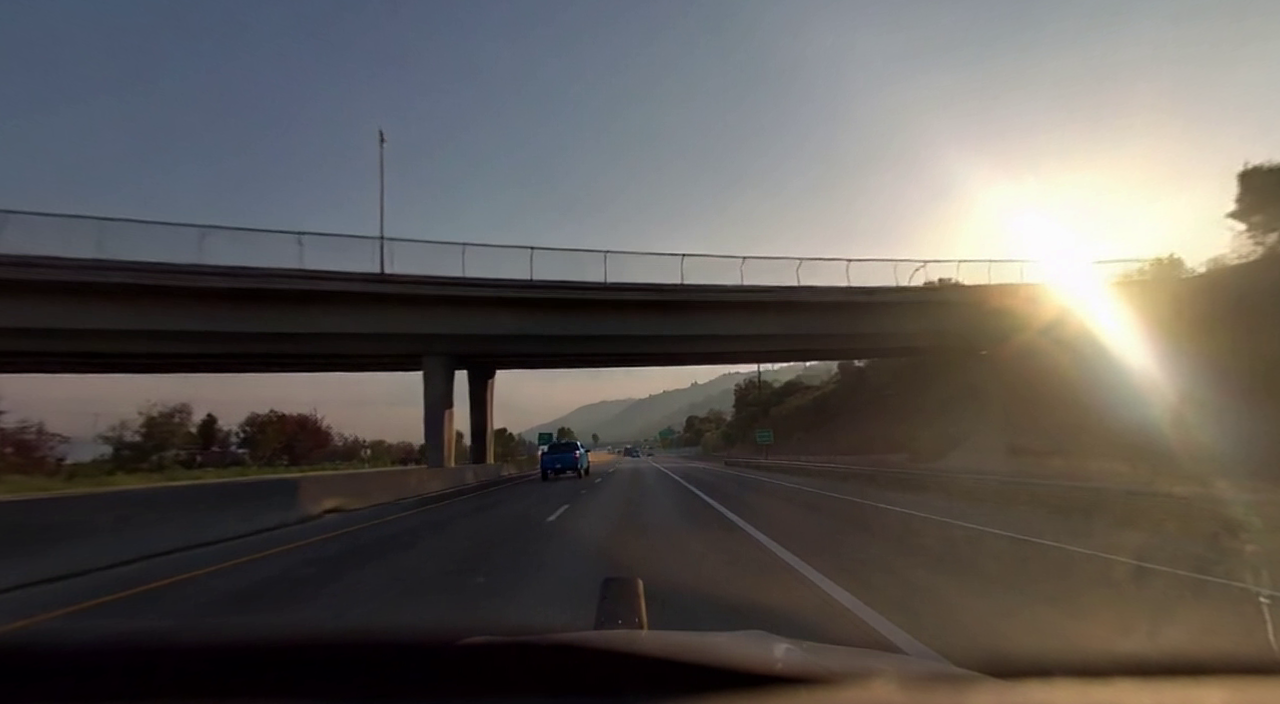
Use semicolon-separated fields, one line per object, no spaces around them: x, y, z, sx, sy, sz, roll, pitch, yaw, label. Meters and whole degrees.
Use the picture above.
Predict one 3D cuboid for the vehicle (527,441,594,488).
-3.179;4.616;26.096;2.152;1.717;4.423;0;-9;1;vehicle
